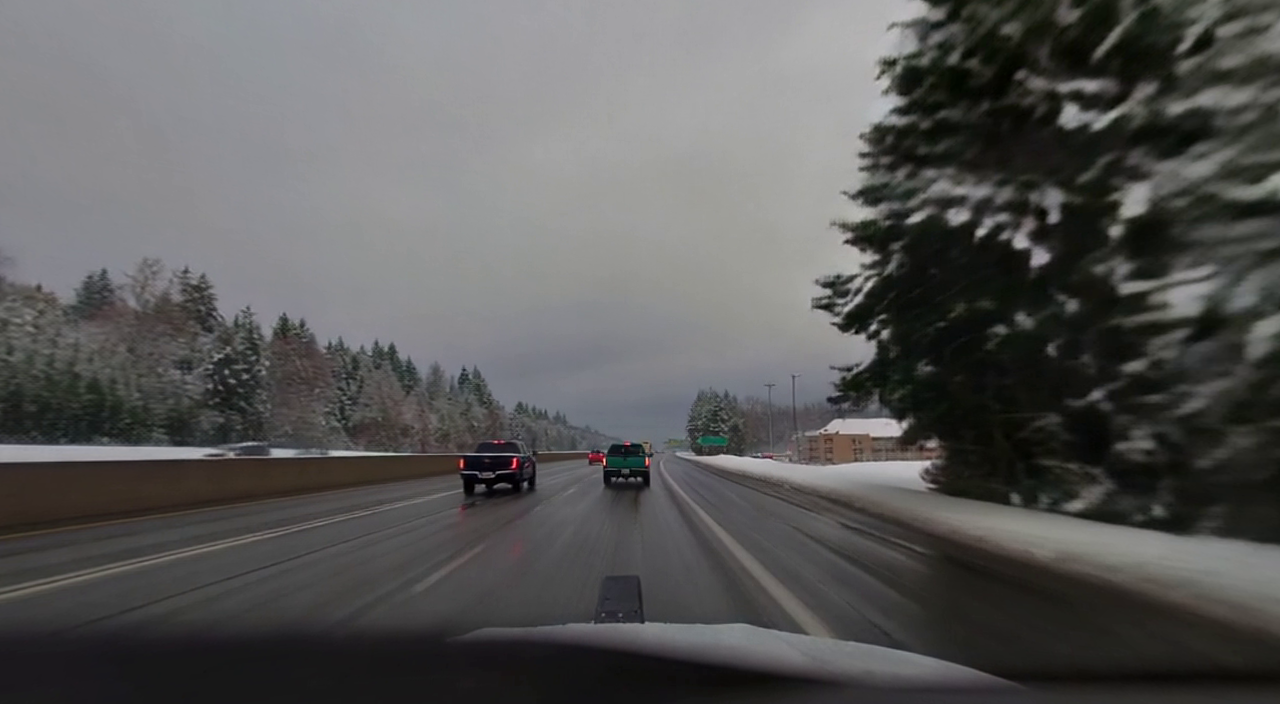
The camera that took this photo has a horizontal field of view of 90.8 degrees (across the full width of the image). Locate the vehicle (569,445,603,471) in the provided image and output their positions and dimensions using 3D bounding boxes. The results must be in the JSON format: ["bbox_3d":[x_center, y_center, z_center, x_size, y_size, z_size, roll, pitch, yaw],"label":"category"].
[{"bbox_3d":[-3.907,7.794,46.590,1.991,1.776,4.333,0,-8,2],"label":"vehicle"}]

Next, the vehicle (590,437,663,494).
[{"bbox_3d":[-0.385,3.879,22.014,2.293,1.753,4.380,0,-8,1],"label":"vehicle"}]

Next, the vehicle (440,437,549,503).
[{"bbox_3d":[-4.174,3.465,19.098,2.038,1.704,5.181,0,-8,0],"label":"vehicle"}]

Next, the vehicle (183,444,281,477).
[{"bbox_3d":[-21.649,5.754,33.786,2.053,1.639,4.685,0,-8,1],"label":"vehicle"}]

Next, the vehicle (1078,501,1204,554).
[{"bbox_3d":[20.933,7.318,26.692,1.956,1.594,4.425,-1,-8,5],"label":"vehicle"}]

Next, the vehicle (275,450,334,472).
[{"bbox_3d":[-24.524,7.978,46.382,1.883,1.458,4.499,0,-8,0],"label":"vehicle"}]
